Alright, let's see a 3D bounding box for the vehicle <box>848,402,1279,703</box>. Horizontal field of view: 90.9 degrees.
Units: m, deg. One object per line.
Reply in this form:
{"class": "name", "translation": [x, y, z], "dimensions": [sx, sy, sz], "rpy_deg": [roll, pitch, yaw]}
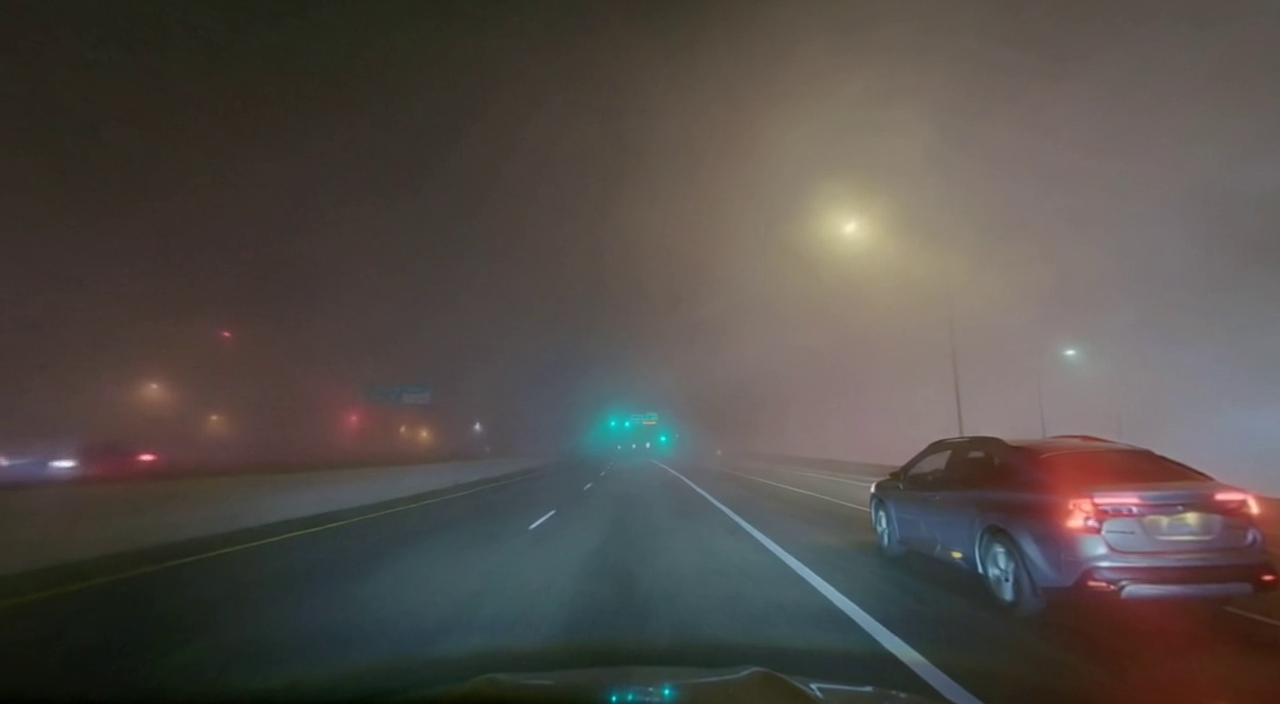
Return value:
{"class": "vehicle", "translation": [3.721, 1.400, 5.643], "dimensions": [2.104, 1.575, 4.698], "rpy_deg": [0, -8, 0]}

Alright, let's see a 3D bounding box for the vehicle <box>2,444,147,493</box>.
{"class": "vehicle", "translation": [-23.635, 4.853, 26.607], "dimensions": [2.278, 1.868, 4.032], "rpy_deg": [0, -8, 1]}
